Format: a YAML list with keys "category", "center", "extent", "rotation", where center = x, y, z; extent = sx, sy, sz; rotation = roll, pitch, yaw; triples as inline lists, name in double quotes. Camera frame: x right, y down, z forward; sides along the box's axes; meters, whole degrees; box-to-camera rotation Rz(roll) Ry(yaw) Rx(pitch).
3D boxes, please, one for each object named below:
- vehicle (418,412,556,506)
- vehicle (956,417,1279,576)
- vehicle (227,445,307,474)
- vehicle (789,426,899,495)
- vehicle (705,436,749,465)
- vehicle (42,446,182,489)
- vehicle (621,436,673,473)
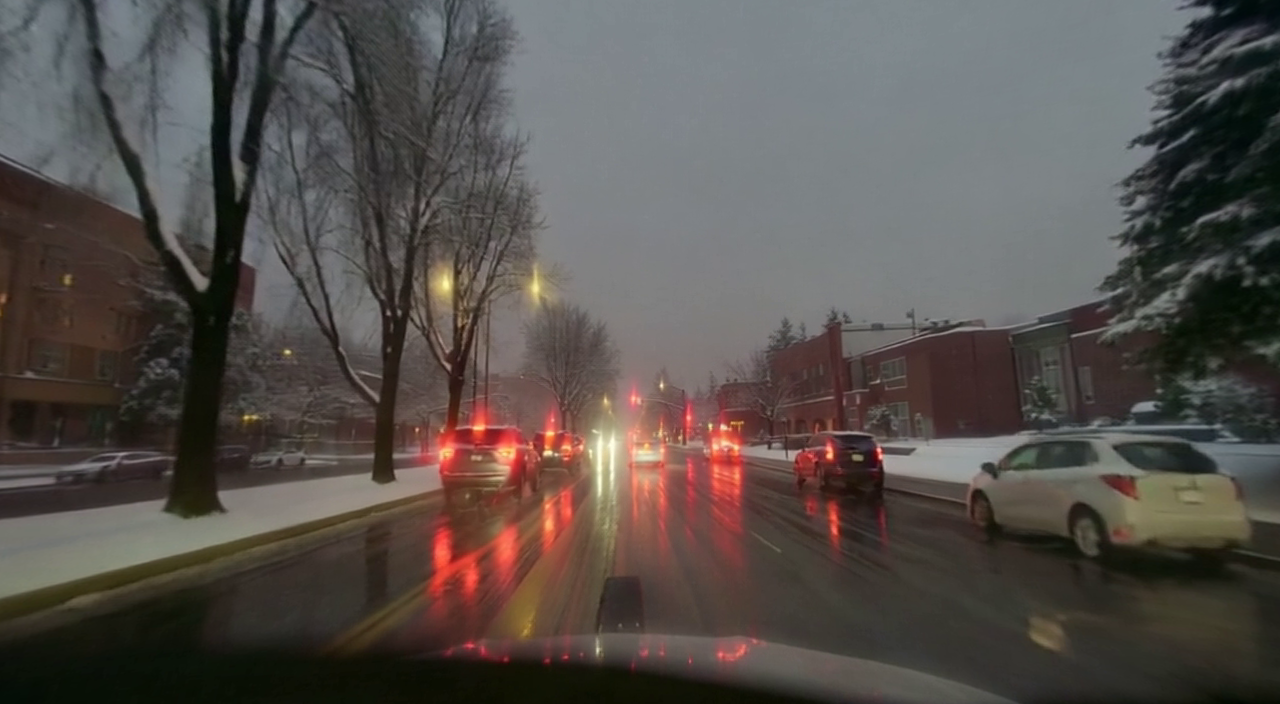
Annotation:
- category: "vehicle"
  center: [-3.548, 2.611, 15.769]
  extent: [2.223, 1.957, 4.845]
  rotation: [0, -9, 0]
- category: "vehicle"
  center: [6.631, 1.894, 9.014]
  extent: [2.164, 1.727, 3.955]
  rotation: [0, -9, 0]
- category: "vehicle"
  center: [-22.436, 6.476, 38.195]
  extent: [2.148, 1.607, 4.428]
  rotation: [0, -9, -1]
- category: "vehicle"
  center: [6.393, 3.452, 20.423]
  extent: [1.997, 1.943, 4.409]
  rotation: [0, -9, -1]
- category: "vehicle"
  center: [5.986, 6.868, 44.113]
  extent: [2.300, 1.903, 4.579]
  rotation: [0, -9, -2]
- category: "vehicle"
  center: [-22.215, 4.832, 26.888]
  extent: [1.910, 1.632, 4.624]
  rotation: [0, -9, 1]
- category: "vehicle"
  center: [0.262, 4.796, 29.711]
  extent: [2.201, 1.589, 3.843]
  rotation: [0, -9, -3]
